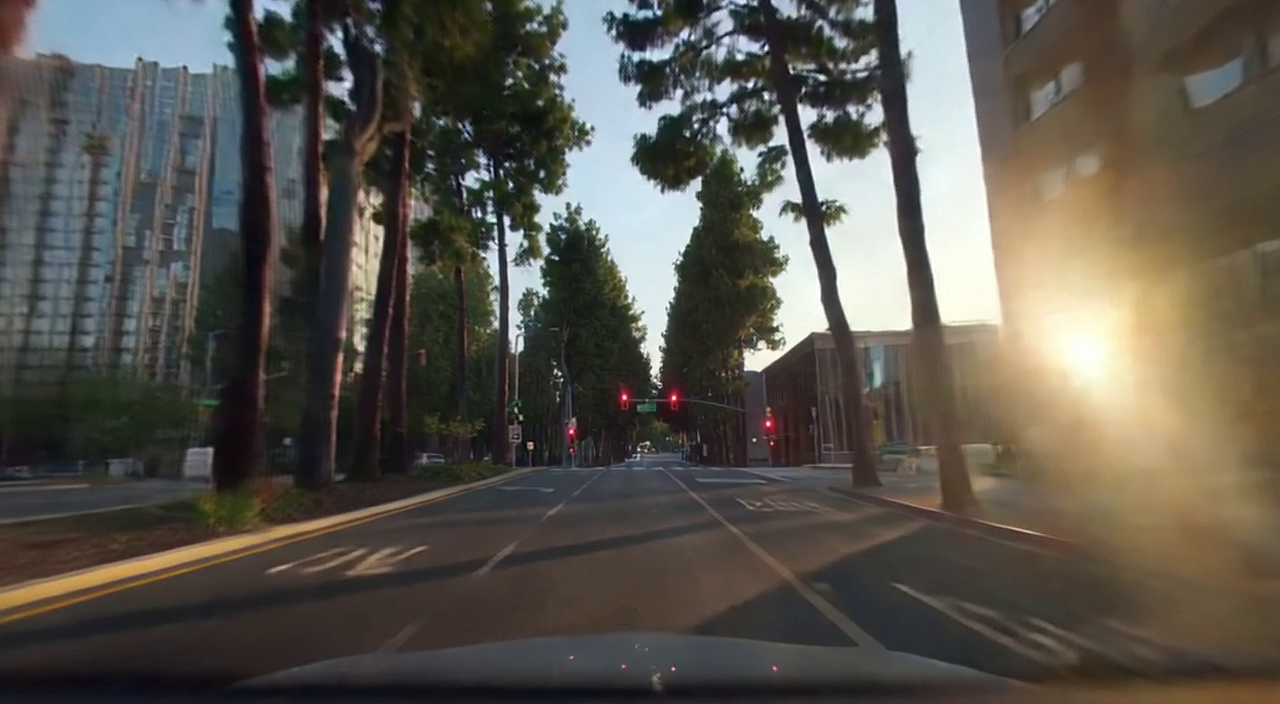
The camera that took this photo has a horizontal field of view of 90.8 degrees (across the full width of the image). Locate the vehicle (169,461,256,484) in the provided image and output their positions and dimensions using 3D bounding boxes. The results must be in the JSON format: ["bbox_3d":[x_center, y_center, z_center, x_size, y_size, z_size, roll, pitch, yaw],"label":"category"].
[{"bbox_3d":[-31.397,8.843,46.464,4.758,1.549,2.194,0,-9,-2],"label":"vehicle"}]
